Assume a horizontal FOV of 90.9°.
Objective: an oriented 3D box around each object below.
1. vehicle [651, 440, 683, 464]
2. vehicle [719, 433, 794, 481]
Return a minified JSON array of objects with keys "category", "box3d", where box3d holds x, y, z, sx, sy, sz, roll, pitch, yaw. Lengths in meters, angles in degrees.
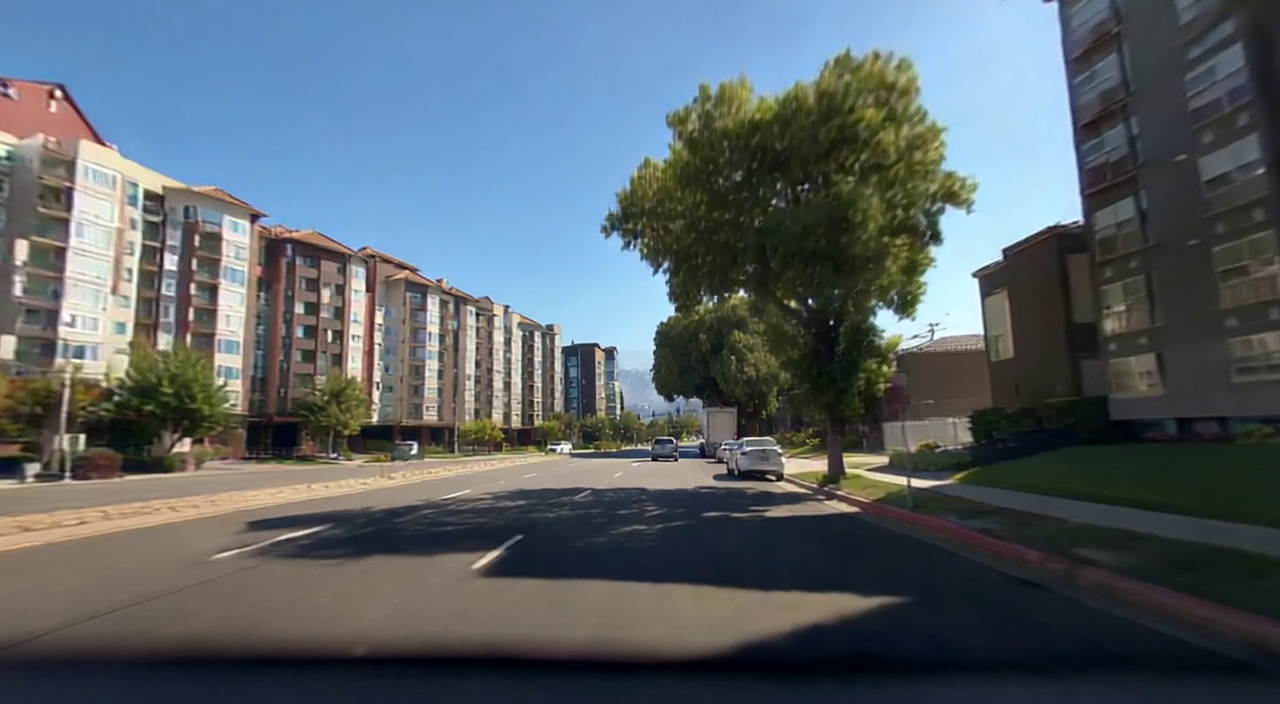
[{"category":"vehicle","box3d":[1.697,6.126,38.771,1.871,1.370,4.206,-1,-8,4]},{"category":"vehicle","box3d":[4.407,4.051,24.551,2.121,1.659,4.675,0,-8,1]}]
